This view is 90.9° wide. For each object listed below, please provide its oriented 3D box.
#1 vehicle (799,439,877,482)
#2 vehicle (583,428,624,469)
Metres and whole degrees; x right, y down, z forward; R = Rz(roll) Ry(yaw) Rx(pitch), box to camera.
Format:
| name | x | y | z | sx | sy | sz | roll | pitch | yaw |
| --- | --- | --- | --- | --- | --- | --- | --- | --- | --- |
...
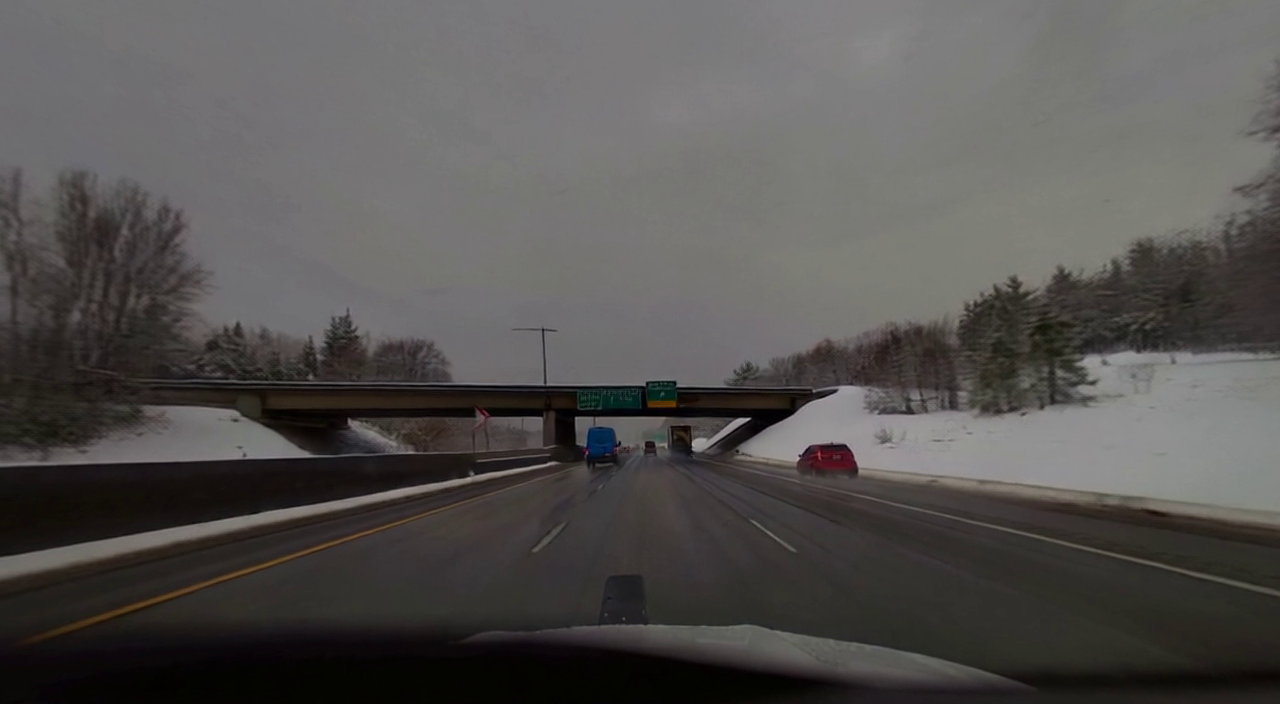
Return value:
| name | x | y | z | sx | sy | sz | roll | pitch | yaw |
| --- | --- | --- | --- | --- | --- | --- | --- | --- | --- |
| vehicle | 8.367 | 4.628 | 27.033 | 1.936 | 1.664 | 4.198 | 0 | -9 | -1 |
| vehicle | -2.437 | 6.633 | 43.347 | 2.451 | 2.627 | 5.868 | 0 | -9 | 0 |
